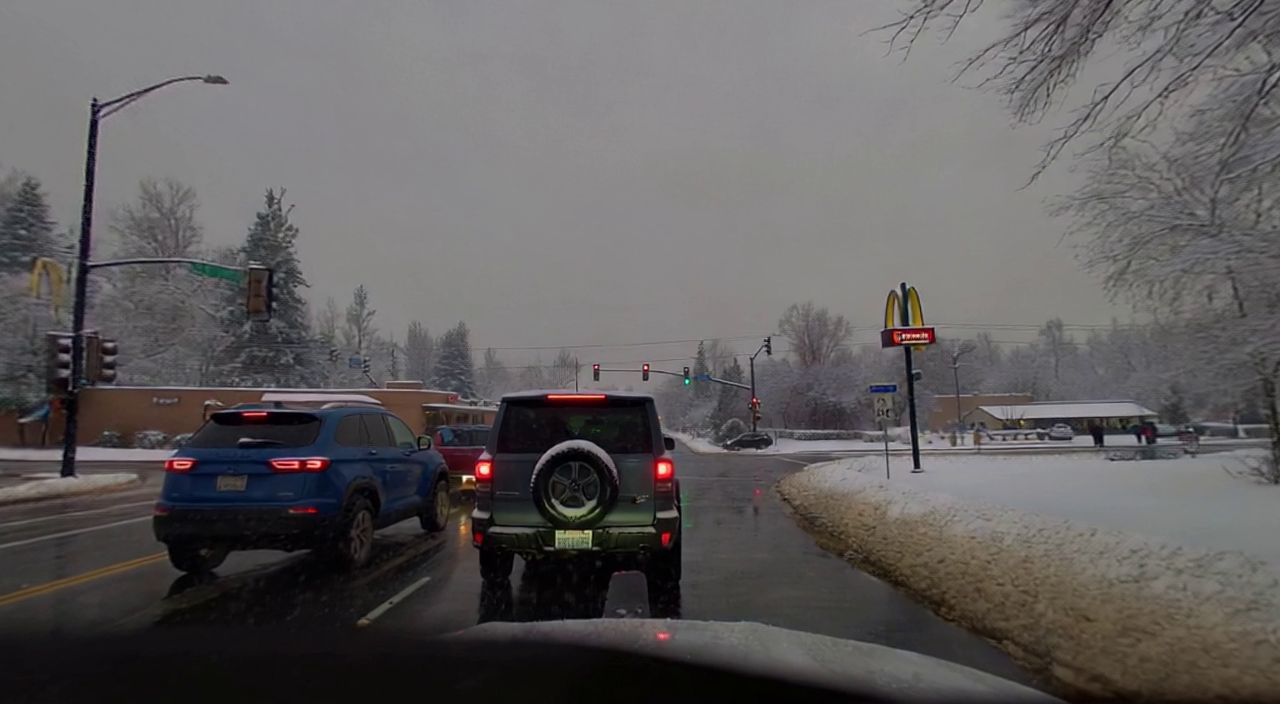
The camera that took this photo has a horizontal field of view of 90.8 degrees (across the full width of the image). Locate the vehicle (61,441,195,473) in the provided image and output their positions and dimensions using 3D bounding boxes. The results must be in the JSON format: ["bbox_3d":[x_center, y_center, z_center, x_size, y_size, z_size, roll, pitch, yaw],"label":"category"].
[{"bbox_3d":[-25.241,5.180,31.366,4.713,1.445,1.887,4,-9,-24],"label":"vehicle"}]

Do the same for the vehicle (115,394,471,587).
[{"bbox_3d":[-3.912,1.652,8.338,2.130,1.819,4.497,0,-8,0],"label":"vehicle"}]

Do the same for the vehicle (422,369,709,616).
[{"bbox_3d":[-0.628,1.437,7.340,2.224,1.923,4.643,0,-8,-1],"label":"vehicle"}]
